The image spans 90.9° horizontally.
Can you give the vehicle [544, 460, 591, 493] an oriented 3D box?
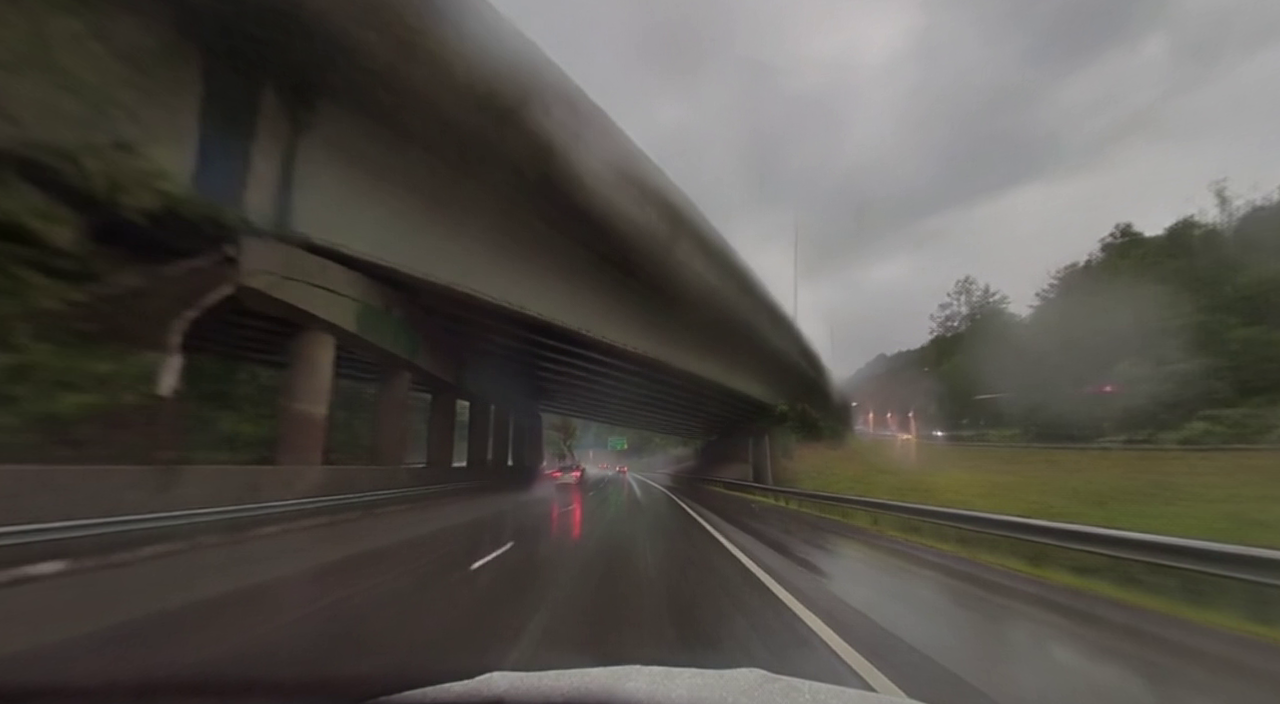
[{"bbox_3d":[-4.258,7.470,37.972,2.286,1.757,5.057,1,-11,-1],"label":"vehicle"}]
